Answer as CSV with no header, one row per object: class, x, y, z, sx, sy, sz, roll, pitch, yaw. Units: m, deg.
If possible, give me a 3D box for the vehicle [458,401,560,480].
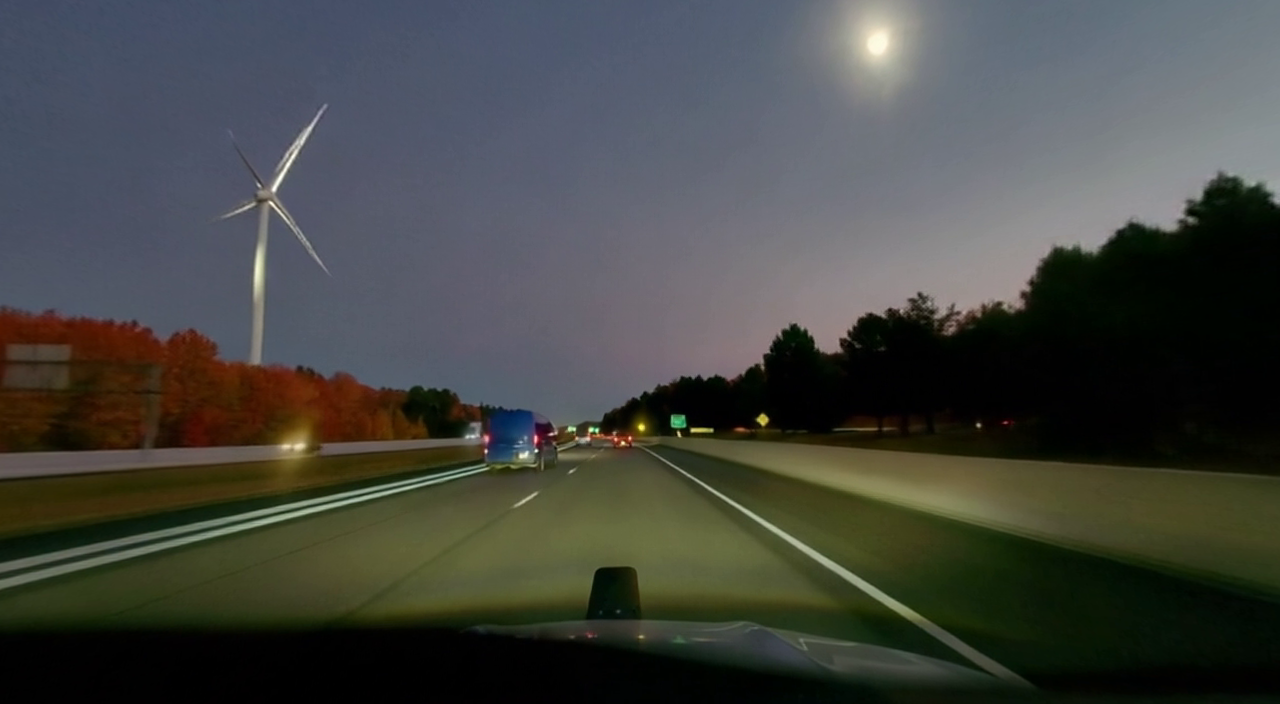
vehicle,-4.186,2.938,21.091,2.303,2.323,5.089,0,-8,0
